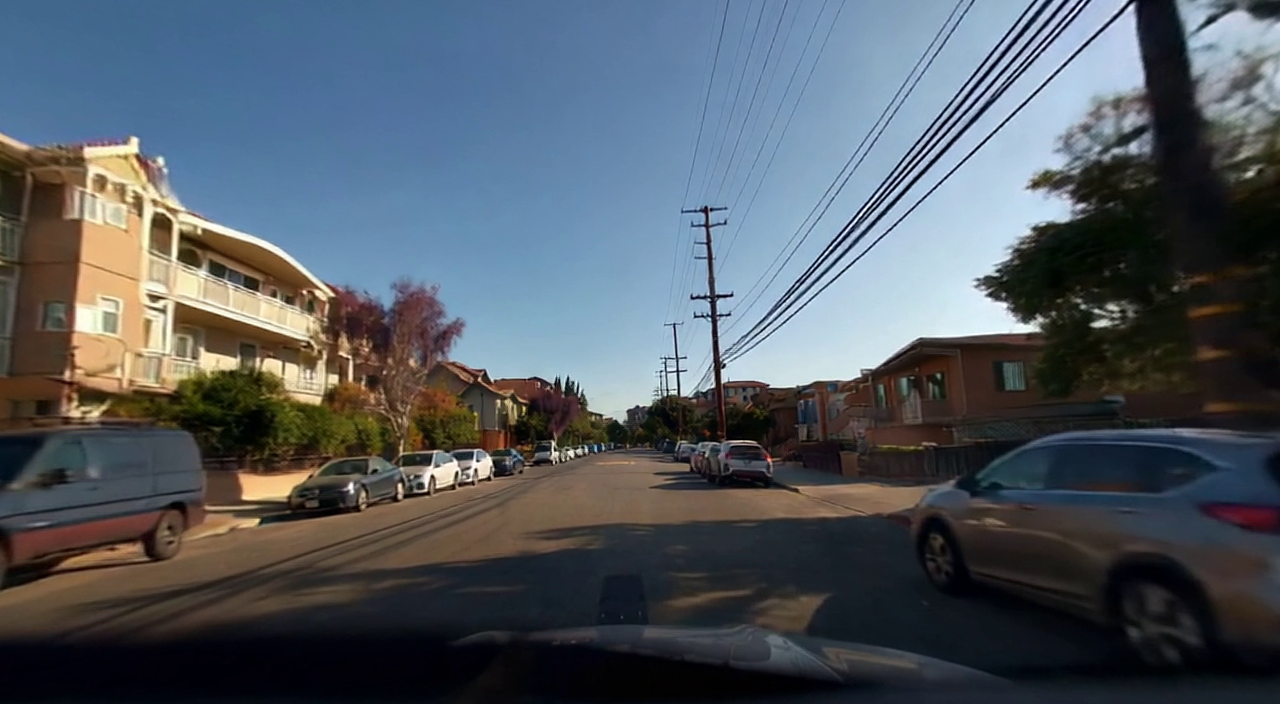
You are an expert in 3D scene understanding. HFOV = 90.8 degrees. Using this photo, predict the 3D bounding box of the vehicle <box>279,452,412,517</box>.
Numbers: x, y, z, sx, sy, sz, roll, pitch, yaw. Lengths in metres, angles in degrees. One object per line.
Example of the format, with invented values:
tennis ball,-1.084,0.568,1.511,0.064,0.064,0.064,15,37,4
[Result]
vehicle,-7.708,3.469,17.037,1.873,1.437,4.068,-1,-8,-4

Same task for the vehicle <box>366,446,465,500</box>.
vehicle,-7.772,4.254,22.428,1.917,1.618,4.825,-1,-10,-2

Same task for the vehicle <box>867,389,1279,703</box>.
vehicle,3.631,1.256,4.657,2.132,1.564,4.625,0,-9,-1

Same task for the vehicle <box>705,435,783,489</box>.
vehicle,3.591,3.902,22.774,2.095,1.694,4.592,-1,-8,1

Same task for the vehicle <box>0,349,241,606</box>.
vehicle,-7.136,1.437,7.524,1.889,2.463,4.142,-1,-9,1

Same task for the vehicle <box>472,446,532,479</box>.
vehicle,-7.473,6.025,34.753,2.145,1.488,4.646,-3,-8,1
